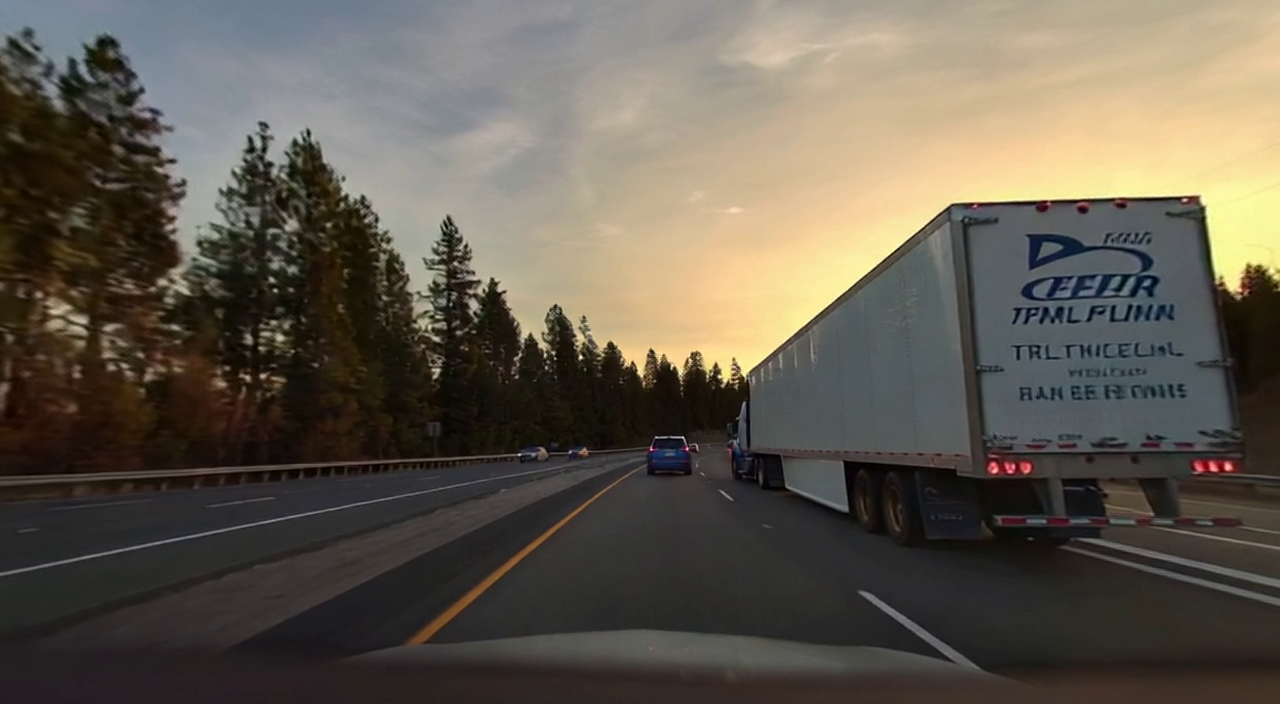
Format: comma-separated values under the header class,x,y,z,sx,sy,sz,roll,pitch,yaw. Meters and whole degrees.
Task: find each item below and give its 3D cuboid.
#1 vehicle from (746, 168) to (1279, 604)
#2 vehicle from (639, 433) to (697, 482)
class,x,y,z,sx,sy,sz,roll,pitch,yaw
vehicle,5.048,1.422,14.260,2.899,4.160,16.621,0,-8,2
vehicle,1.168,4.380,26.572,2.222,1.848,4.610,0,-8,3
